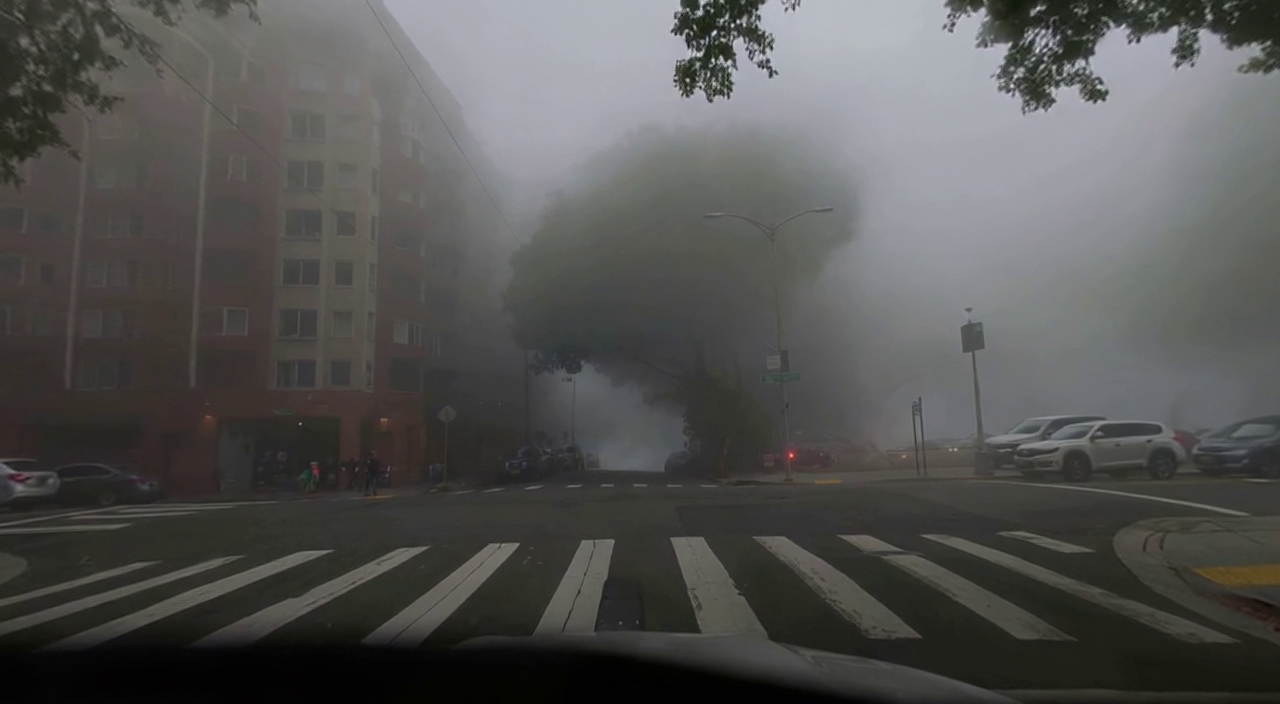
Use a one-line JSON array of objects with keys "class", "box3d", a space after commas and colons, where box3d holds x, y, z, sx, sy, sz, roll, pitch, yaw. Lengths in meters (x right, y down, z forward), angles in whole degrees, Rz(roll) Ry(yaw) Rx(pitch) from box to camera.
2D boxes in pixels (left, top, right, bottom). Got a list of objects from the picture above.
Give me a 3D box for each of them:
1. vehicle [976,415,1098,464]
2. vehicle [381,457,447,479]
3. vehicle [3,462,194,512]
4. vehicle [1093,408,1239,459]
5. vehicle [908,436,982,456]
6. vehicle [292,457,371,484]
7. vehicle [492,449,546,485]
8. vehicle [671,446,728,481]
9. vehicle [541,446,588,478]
[{"class": "vehicle", "box3d": [16.744, 3.791, 26.999, 2.041, 1.921, 4.574, 0, -9, -2]}, {"class": "vehicle", "box3d": [-16.931, 8.661, 47.370, 4.203, 1.544, 1.889, 0, -8, 1]}, {"class": "vehicle", "box3d": [-17.315, 4.318, 20.373, 4.439, 1.448, 1.793, 0, -9, 0]}, {"class": "vehicle", "box3d": [22.305, 3.533, 27.146, 2.137, 1.962, 4.988, -1, -8, 3]}, {"class": "vehicle", "box3d": [23.014, 7.088, 47.774, 4.528, 1.475, 2.070, 0, -8, 3]}, {"class": "vehicle", "box3d": [-23.180, 8.891, 47.508, 4.844, 1.836, 2.117, -1, -8, 5]}, {"class": "vehicle", "box3d": [-7.616, 7.251, 40.253, 2.193, 1.814, 5.061, -9, -8, 0]}, {"class": "vehicle", "box3d": [3.218, 5.857, 33.481, 1.942, 1.603, 3.785, 0, -8, 23]}, {"class": "vehicle", "box3d": [-4.454, 6.542, 37.705, 2.102, 1.768, 4.290, -2, -9, 2]}]
